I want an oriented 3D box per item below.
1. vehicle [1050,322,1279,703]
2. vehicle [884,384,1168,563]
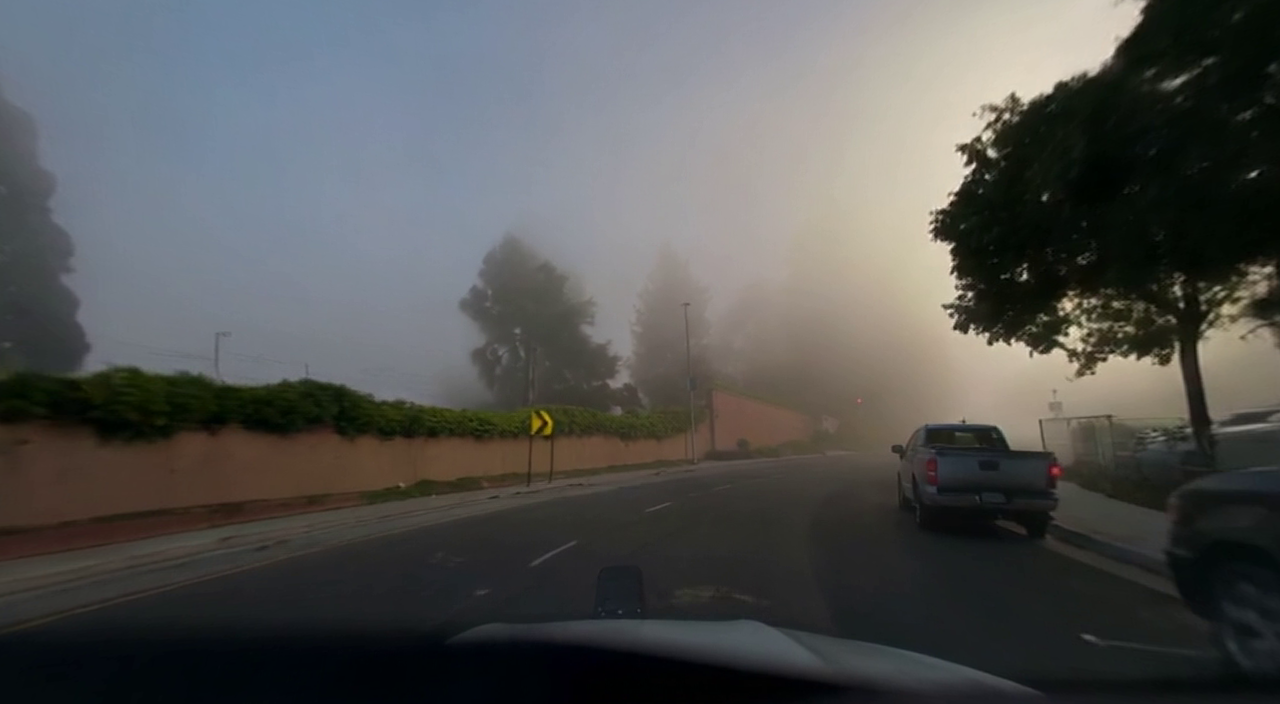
[{"bbox_3d":[3.830,0.679,1.959,2.168,1.846,4.794,-1,-9,5],"label":"vehicle"},{"bbox_3d":[5.524,1.814,10.227,2.483,1.978,5.802,-3,-9,17],"label":"vehicle"}]
